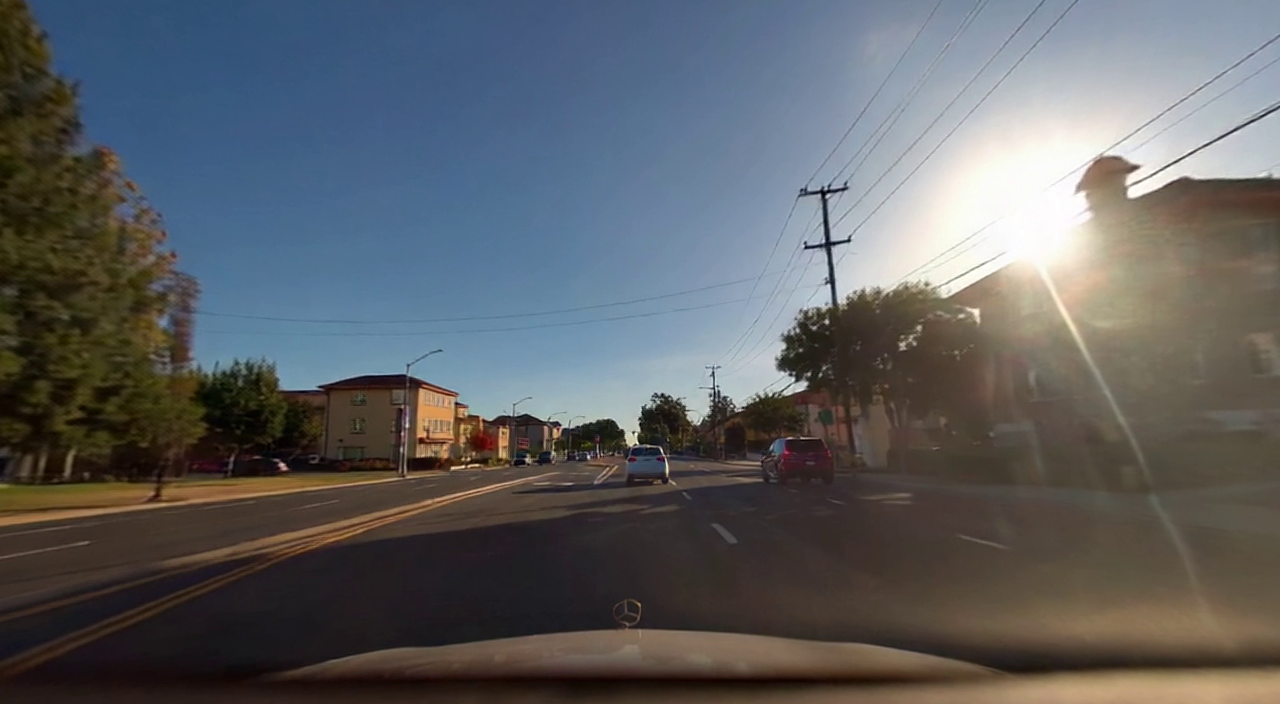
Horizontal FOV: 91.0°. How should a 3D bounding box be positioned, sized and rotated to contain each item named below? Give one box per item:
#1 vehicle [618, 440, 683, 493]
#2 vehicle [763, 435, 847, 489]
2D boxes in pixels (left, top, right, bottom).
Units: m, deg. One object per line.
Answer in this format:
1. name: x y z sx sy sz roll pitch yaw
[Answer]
1. vehicle: 0.341 4.121 22.955 2.138 1.702 4.168 0 -9 0
2. vehicle: 6.311 4.261 24.614 2.061 1.889 4.268 0 -9 0
